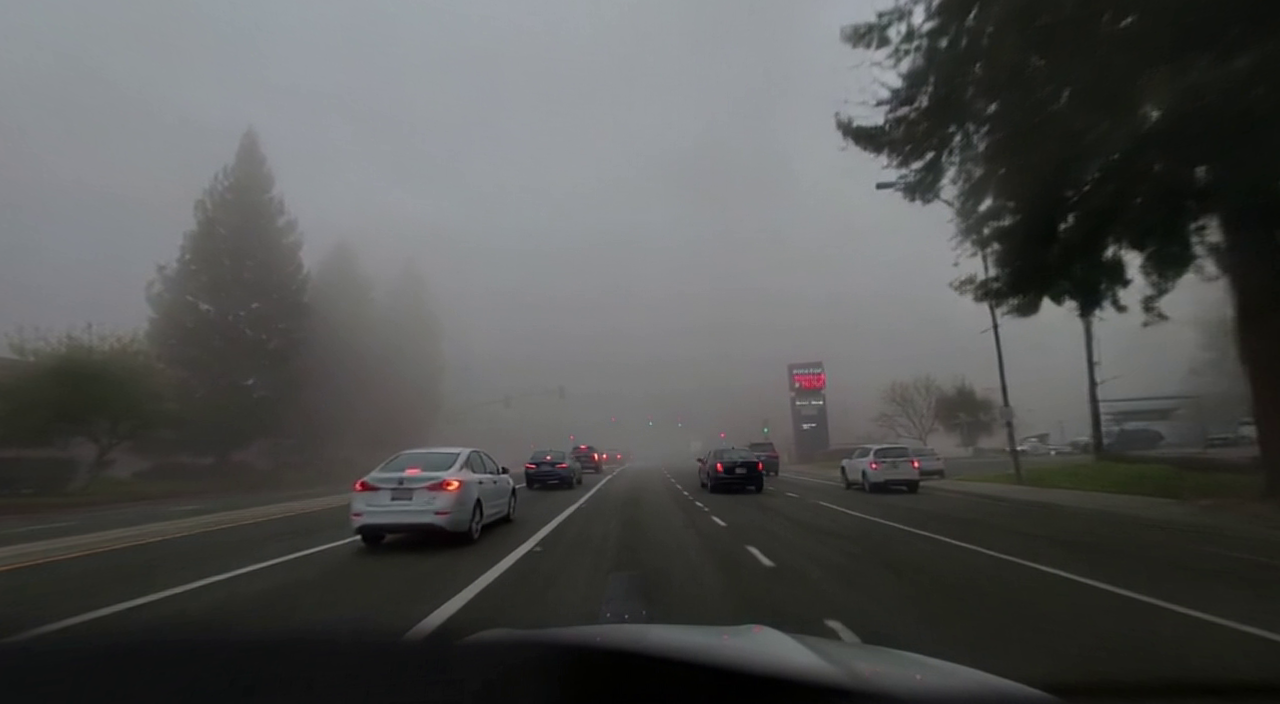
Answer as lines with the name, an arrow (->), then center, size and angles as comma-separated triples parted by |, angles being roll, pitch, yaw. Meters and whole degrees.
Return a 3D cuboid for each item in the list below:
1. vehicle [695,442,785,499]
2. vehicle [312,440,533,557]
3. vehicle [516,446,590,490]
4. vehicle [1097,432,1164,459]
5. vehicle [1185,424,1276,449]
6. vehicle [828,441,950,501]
vehicle -> 2.898, 3.550, 19.264 | 2.004, 1.512, 4.206 | 0, -9, -1
vehicle -> -3.127, 2.194, 10.201 | 1.952, 1.457, 4.372 | 0, -9, 1
vehicle -> -3.226, 4.389, 24.279 | 2.087, 1.494, 4.626 | -1, -9, 1
vehicle -> 29.327, 5.574, 37.821 | 1.793, 1.478, 4.462 | -5, -9, 20
vehicle -> 44.789, 6.458, 47.914 | 1.895, 1.633, 4.537 | 8, -12, -29
vehicle -> 7.285, 3.522, 19.068 | 2.070, 1.547, 4.941 | -1, -9, 5
